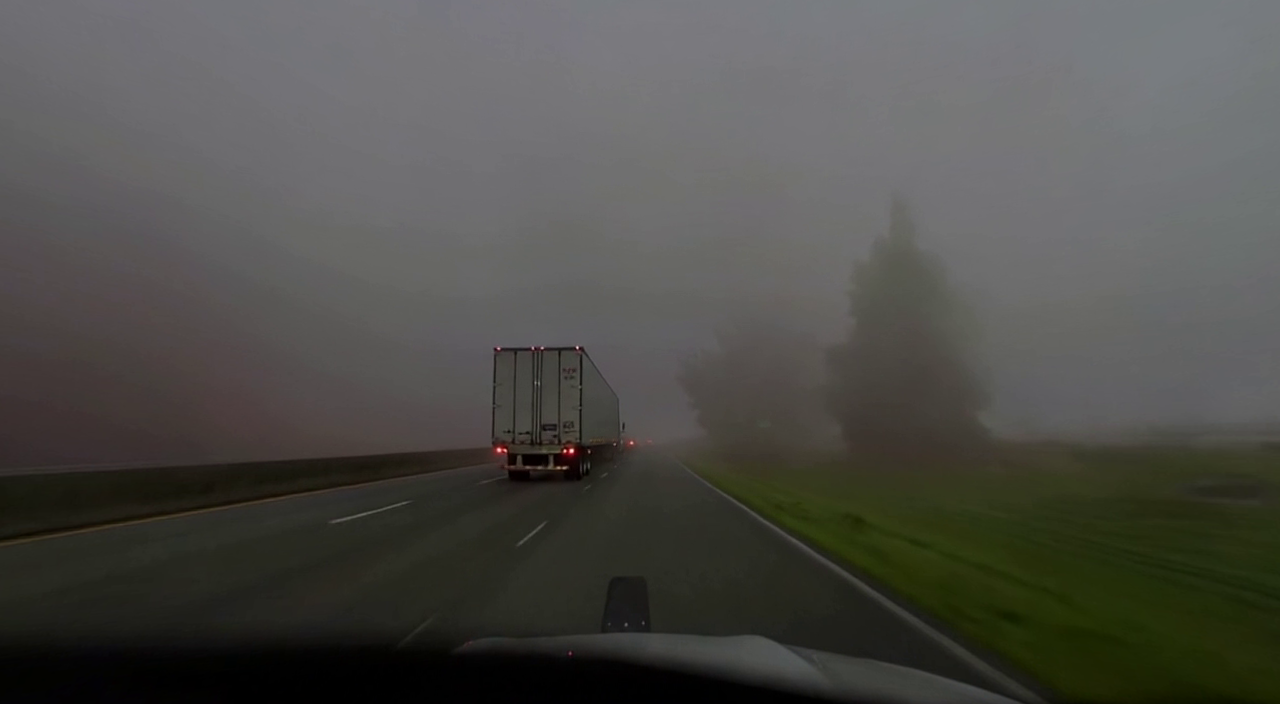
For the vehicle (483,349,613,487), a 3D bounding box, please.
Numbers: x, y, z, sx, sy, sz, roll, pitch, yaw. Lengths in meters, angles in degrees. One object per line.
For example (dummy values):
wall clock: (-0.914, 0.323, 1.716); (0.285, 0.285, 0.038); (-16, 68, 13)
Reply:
vehicle: (-3.017, 2.942, 25.675); (2.947, 4.051, 14.256); (0, -8, 1)
